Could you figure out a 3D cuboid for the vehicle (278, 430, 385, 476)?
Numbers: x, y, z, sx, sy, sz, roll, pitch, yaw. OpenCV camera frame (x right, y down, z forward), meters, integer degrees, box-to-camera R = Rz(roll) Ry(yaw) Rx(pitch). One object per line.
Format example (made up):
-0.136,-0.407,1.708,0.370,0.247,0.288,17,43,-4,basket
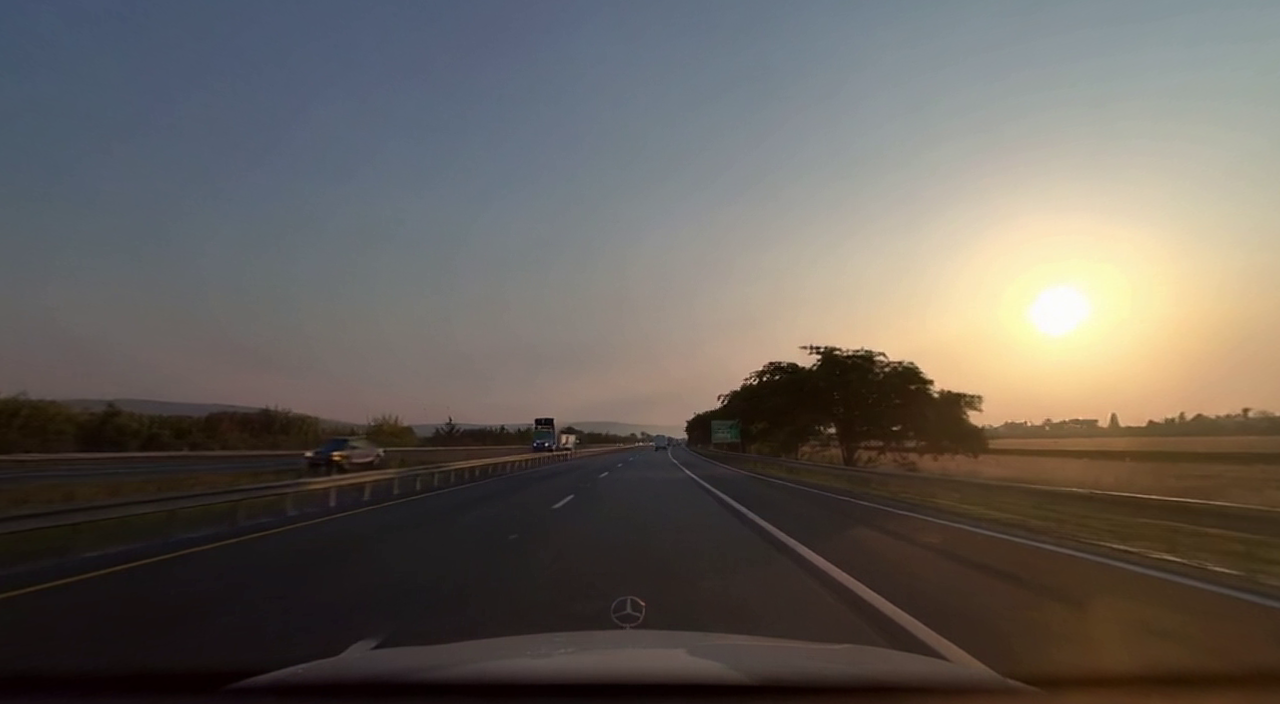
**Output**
-14.042,4.629,29.110,2.003,1.930,5.528,0,-8,2,vehicle
